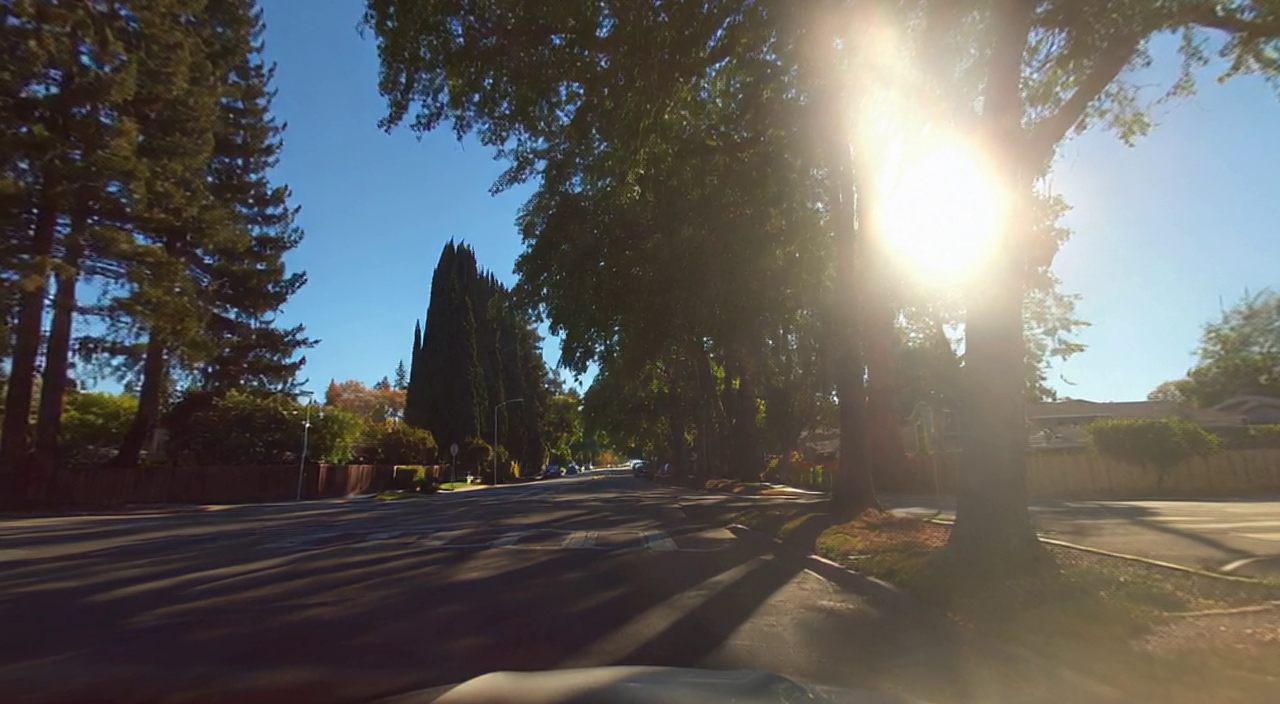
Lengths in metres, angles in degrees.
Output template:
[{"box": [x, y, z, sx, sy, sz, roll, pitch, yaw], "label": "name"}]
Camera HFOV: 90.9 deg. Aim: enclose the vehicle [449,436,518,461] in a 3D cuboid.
[{"box": [-11.668, 7.209, 47.241, 4.622, 1.782, 1.836, 0, -8, 1], "label": "vehicle"}]
